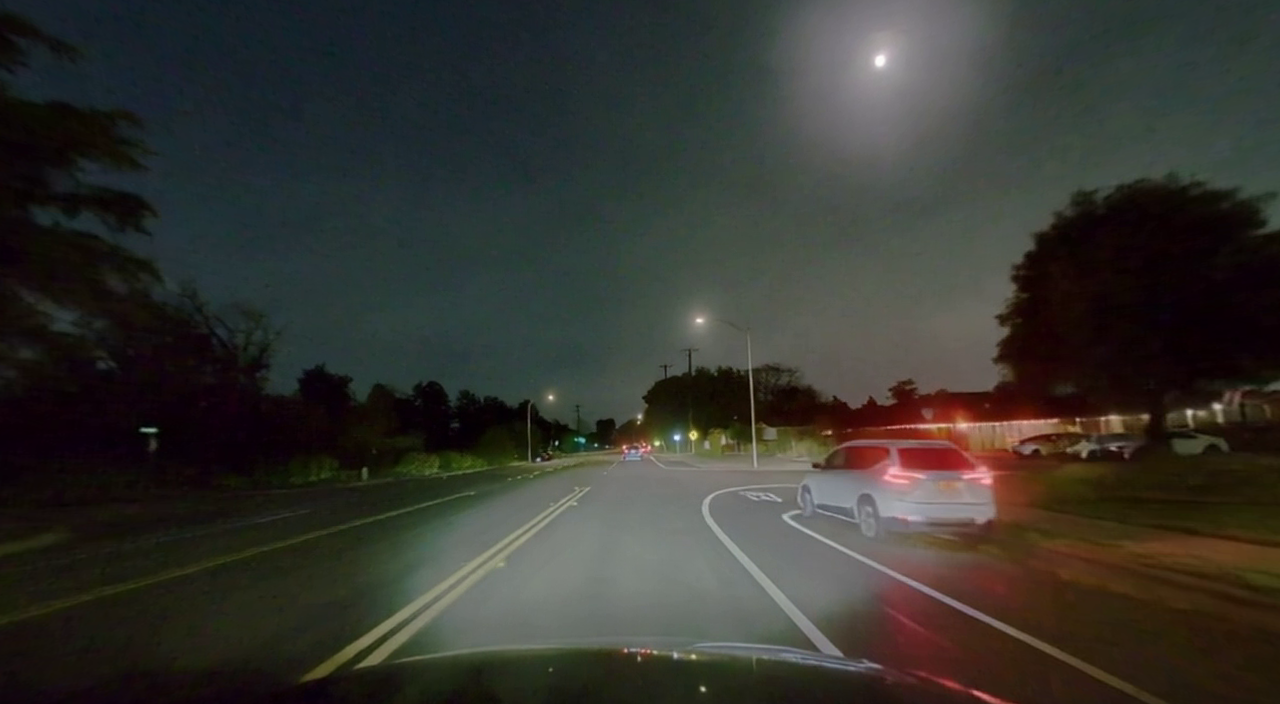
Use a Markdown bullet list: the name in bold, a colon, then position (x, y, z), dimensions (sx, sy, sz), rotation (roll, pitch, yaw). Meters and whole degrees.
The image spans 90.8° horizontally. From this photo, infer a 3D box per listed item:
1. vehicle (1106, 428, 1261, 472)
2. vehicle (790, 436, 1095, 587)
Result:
- **vehicle**: position (21.254, 3.841, 24.812), dimensions (4.536, 1.654, 1.931), rotation (1, -8, -7)
- **vehicle**: position (3.985, 2.138, 9.471), dimensions (2.124, 1.524, 4.698), rotation (5, -9, -2)
